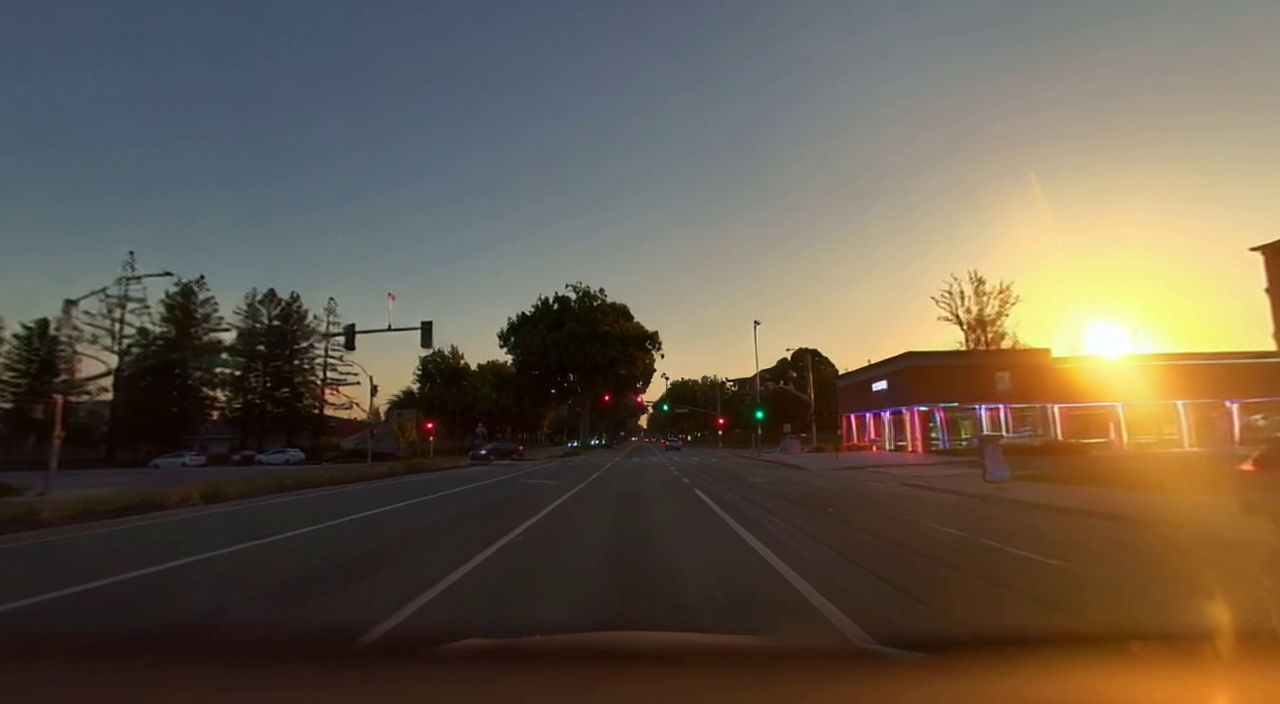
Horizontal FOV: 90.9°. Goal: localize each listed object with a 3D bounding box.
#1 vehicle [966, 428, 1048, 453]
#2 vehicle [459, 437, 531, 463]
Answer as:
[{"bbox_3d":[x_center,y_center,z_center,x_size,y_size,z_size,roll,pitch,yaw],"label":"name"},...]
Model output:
[{"bbox_3d":[22.402,5.409,38.469,4.694,1.481,1.884,4,-9,-25],"label":"vehicle"},{"bbox_3d":[-10.806,7.306,46.924,4.938,1.863,2.162,-5,-9,27],"label":"vehicle"}]
